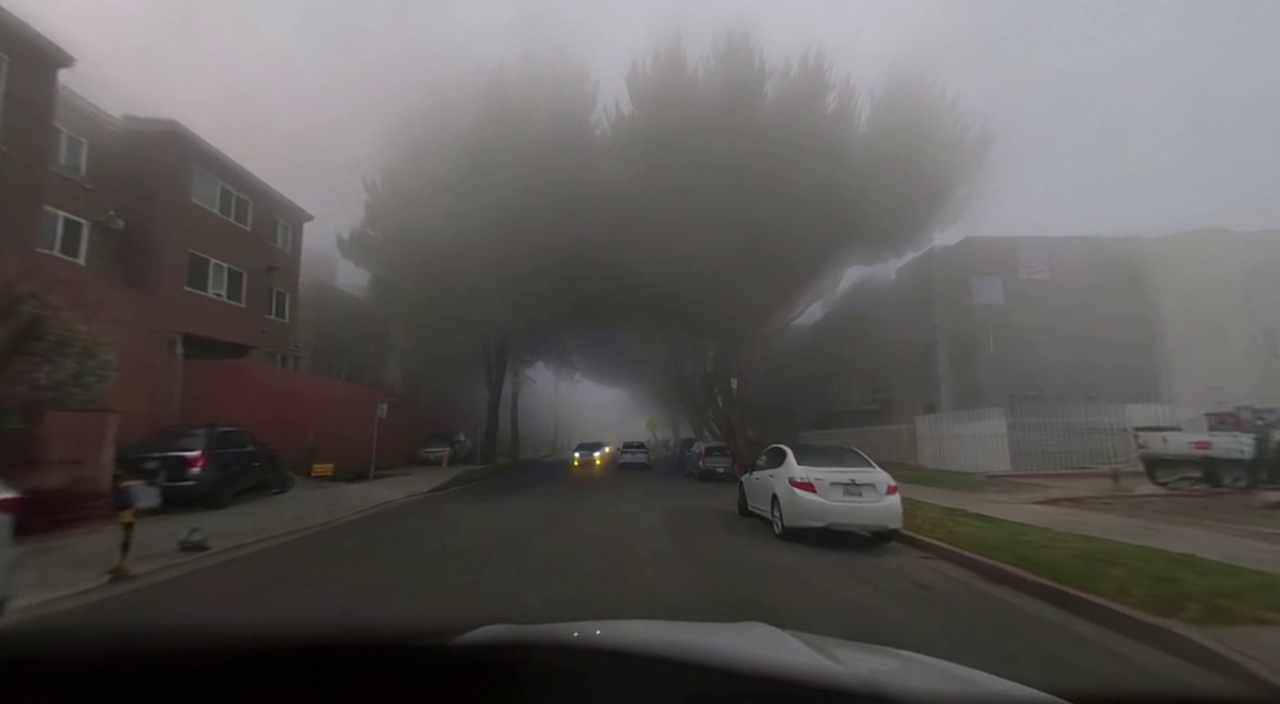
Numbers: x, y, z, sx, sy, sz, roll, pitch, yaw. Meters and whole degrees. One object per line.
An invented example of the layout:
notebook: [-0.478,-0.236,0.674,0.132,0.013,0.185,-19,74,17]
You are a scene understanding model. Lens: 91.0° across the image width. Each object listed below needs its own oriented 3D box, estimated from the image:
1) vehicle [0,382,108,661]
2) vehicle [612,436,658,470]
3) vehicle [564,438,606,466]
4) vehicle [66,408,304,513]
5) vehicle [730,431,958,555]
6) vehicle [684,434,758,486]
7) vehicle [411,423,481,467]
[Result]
vehicle: [-4.540,0.863,2.374,1.911,1.573,3.637,2,-4,-1]
vehicle: [-0.268,4.841,30.327,2.095,1.510,3.605,0,-8,-1]
vehicle: [-3.002,5.602,35.452,1.955,1.463,4.323,0,-8,0]
vehicle: [-8.701,2.001,12.573,1.845,1.687,4.009,0,-4,-2]
vehicle: [2.836,2.057,9.959,2.086,1.498,4.280,1,-8,-1]
vehicle: [2.602,3.589,21.204,1.861,1.558,3.823,1,-8,-2]
vehicle: [-8.902,4.255,29.320,2.010,1.747,4.266,0,-5,-1]
